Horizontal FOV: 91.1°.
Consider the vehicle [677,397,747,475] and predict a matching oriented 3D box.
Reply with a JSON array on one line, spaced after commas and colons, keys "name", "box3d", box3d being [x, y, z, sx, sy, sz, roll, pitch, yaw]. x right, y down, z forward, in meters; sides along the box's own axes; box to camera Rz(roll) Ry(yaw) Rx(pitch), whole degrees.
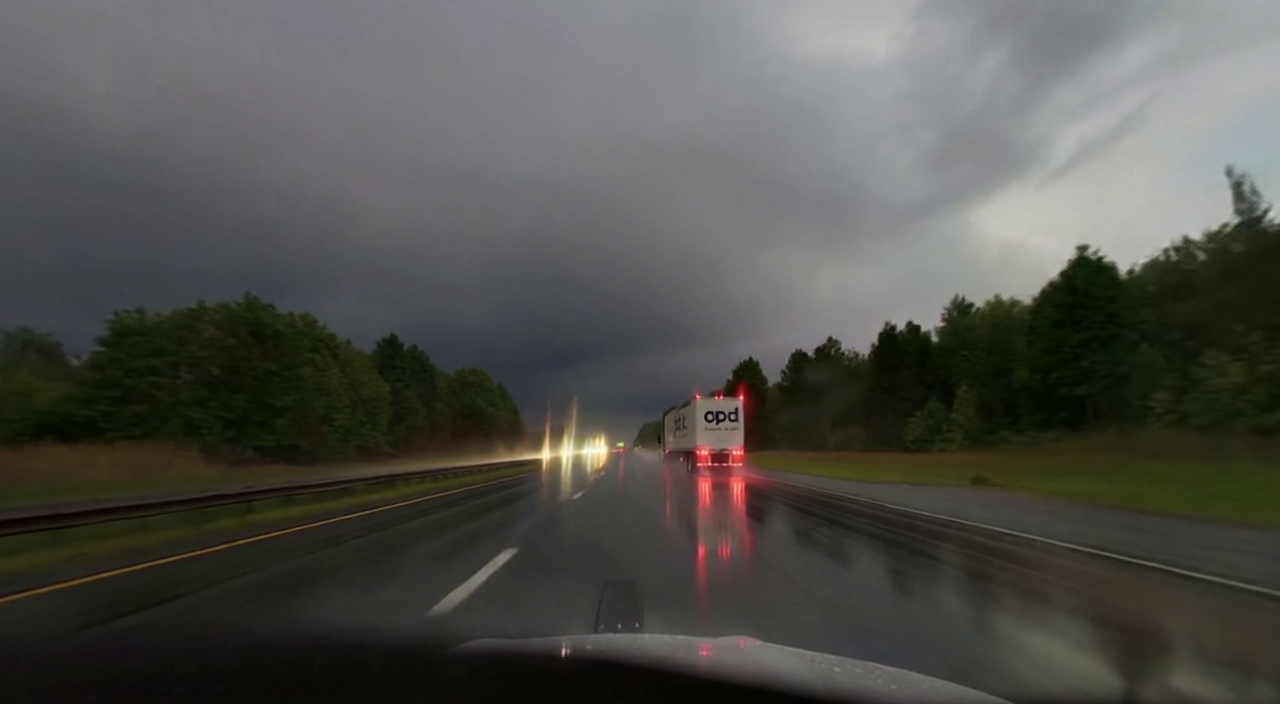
[{"name": "vehicle", "box3d": [3.897, 4.894, 36.118, 2.856, 3.933, 8.334, 0, -9, -1]}]
